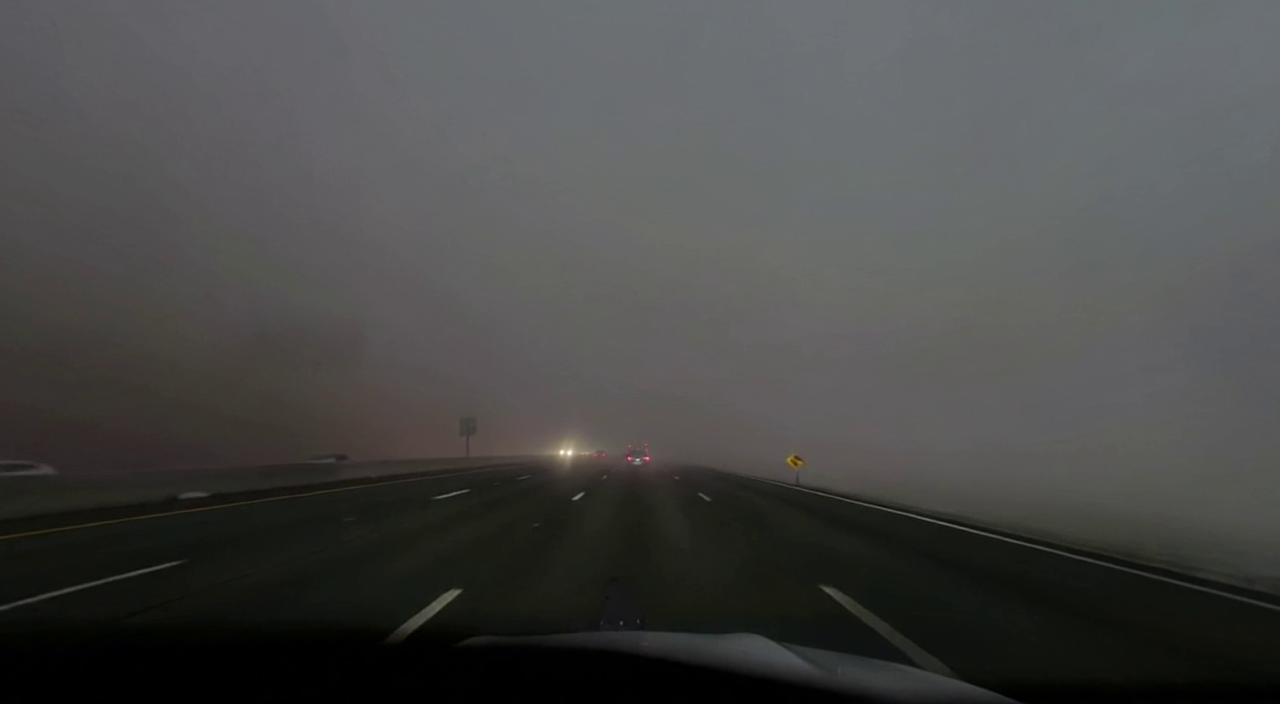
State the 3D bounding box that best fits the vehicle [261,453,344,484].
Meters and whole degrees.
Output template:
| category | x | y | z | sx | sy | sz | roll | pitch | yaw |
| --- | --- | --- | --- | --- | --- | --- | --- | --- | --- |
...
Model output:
| category | x | y | z | sx | sy | sz | roll | pitch | yaw |
| --- | --- | --- | --- | --- | --- | --- | --- | --- | --- |
| vehicle | -17.112 | 5.887 | 32.258 | 1.862 | 1.434 | 4.448 | 0 | -9 | -1 |
